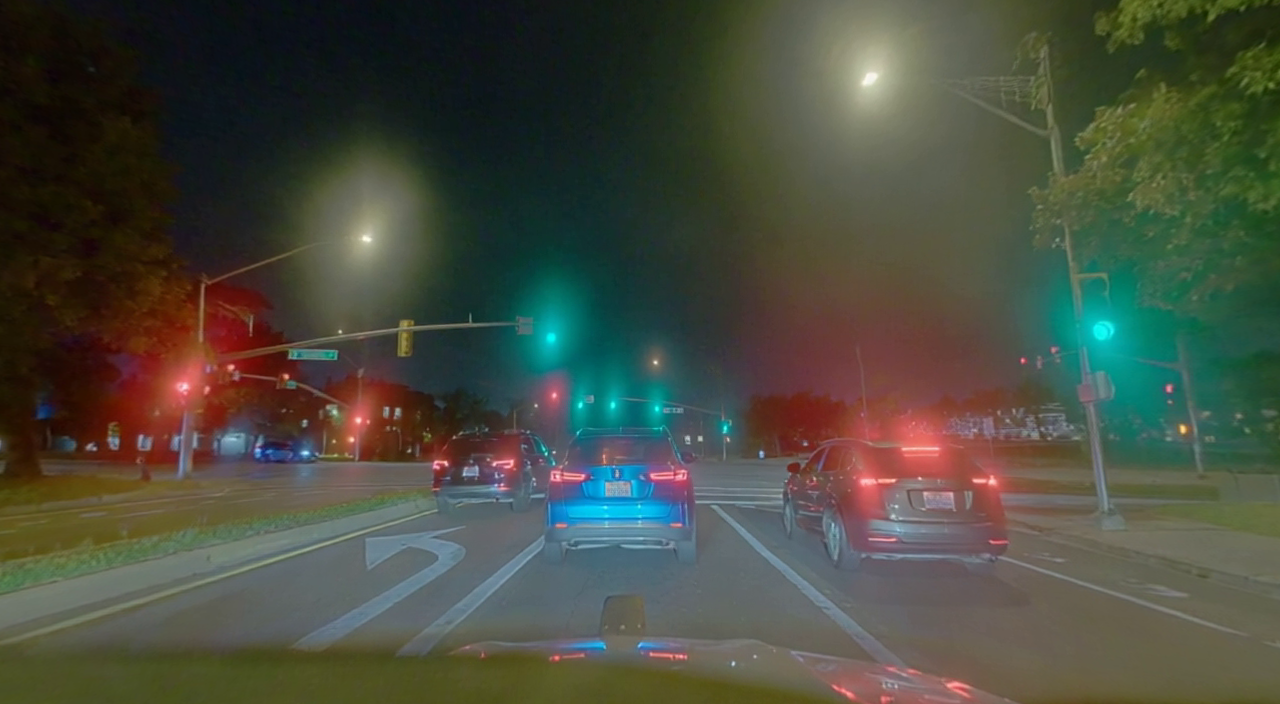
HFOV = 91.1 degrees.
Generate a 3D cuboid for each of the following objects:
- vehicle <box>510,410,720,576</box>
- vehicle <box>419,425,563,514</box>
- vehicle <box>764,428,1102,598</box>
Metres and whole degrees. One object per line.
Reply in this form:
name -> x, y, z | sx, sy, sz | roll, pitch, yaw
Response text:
vehicle -> -0.237, 1.738, 8.509 | 2.108, 1.654, 4.235 | 0, -8, 1
vehicle -> -3.014, 2.482, 13.691 | 1.987, 1.633, 4.005 | 0, -8, 3
vehicle -> 3.019, 1.753, 7.828 | 2.056, 1.468, 4.520 | 0, -8, 0
